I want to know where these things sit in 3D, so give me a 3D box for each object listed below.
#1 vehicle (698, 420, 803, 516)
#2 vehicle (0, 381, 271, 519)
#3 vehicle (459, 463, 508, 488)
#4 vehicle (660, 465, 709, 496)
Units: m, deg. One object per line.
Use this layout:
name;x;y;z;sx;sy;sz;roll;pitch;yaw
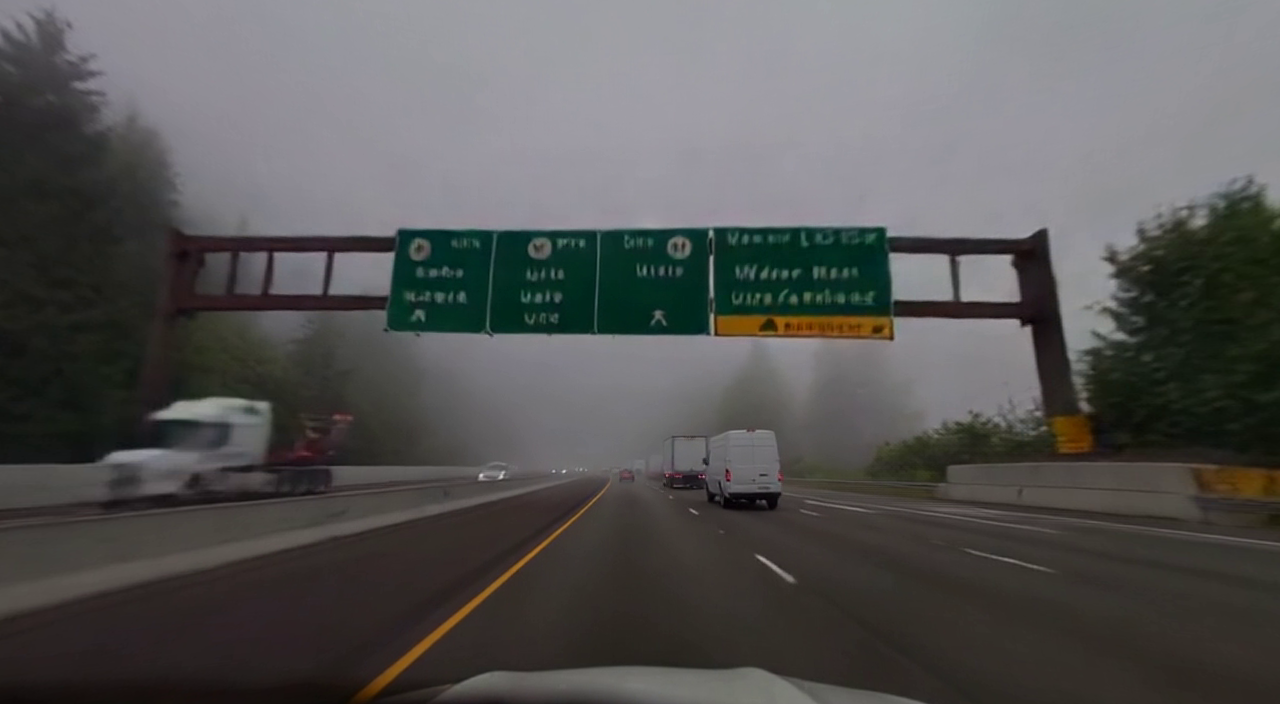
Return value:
vehicle;3.360;3.747;20.432;2.291;2.639;5.280;1;-10;-2
vehicle;-13.685;2.785;17.470;2.623;3.039;6.703;1;-10;0
vehicle;-10.010;7.920;40.513;1.912;1.497;4.625;1;-10;0
vehicle;2.261;6.755;33.281;2.081;1.453;4.300;1;-10;-3
